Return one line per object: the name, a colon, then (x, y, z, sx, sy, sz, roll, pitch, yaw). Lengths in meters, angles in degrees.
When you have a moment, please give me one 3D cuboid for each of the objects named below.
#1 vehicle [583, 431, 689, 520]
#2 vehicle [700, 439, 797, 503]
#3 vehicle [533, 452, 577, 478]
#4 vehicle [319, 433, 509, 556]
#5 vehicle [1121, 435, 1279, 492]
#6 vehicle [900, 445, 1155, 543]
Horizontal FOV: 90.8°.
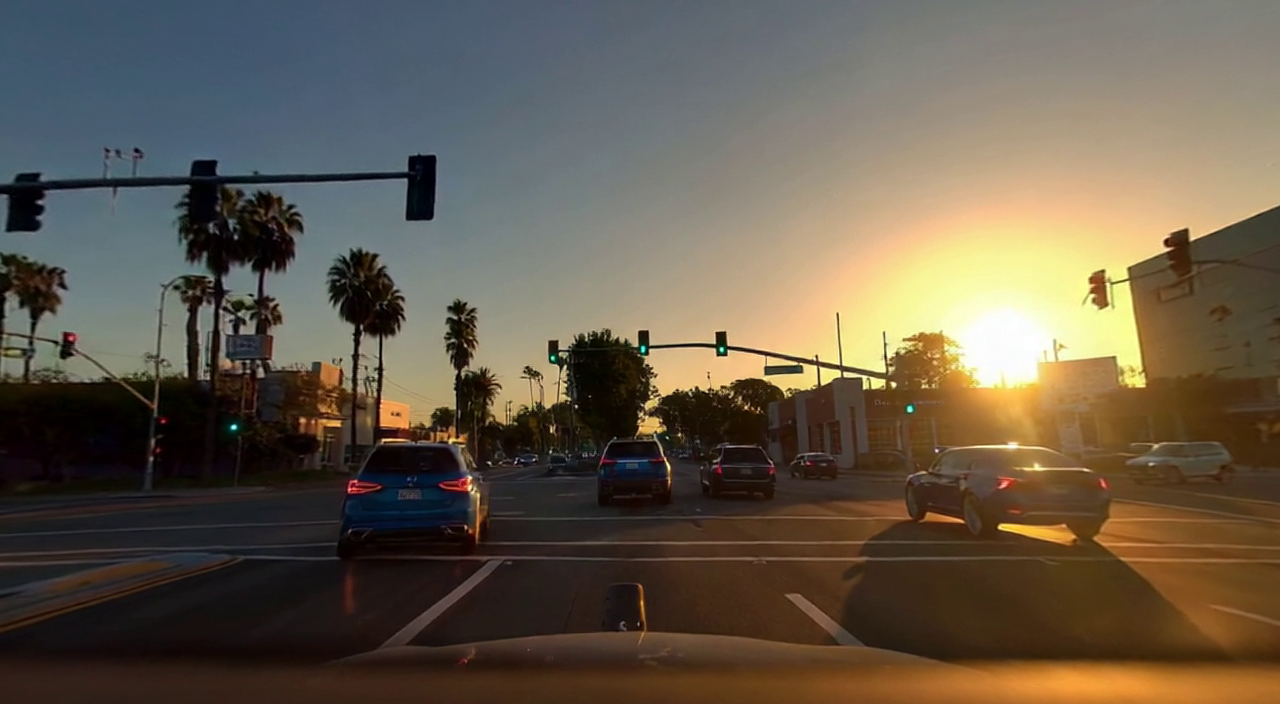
vehicle: (-0.142, 2.820, 14.958, 2.151, 1.787, 4.109, 0, -9, -2)
vehicle: (3.179, 3.595, 19.537, 2.112, 1.710, 4.234, 0, -9, -2)
vehicle: (-5.109, 6.839, 38.450, 2.030, 1.441, 4.324, -1, -9, 1)
vehicle: (-3.582, 2.307, 11.044, 2.201, 1.644, 4.465, 1, -9, -8)
vehicle: (19.876, 3.772, 21.590, 5.053, 1.787, 2.168, 0, -9, -1)
vehicle: (6.789, 2.485, 11.791, 1.944, 1.447, 4.309, 0, -9, -1)
